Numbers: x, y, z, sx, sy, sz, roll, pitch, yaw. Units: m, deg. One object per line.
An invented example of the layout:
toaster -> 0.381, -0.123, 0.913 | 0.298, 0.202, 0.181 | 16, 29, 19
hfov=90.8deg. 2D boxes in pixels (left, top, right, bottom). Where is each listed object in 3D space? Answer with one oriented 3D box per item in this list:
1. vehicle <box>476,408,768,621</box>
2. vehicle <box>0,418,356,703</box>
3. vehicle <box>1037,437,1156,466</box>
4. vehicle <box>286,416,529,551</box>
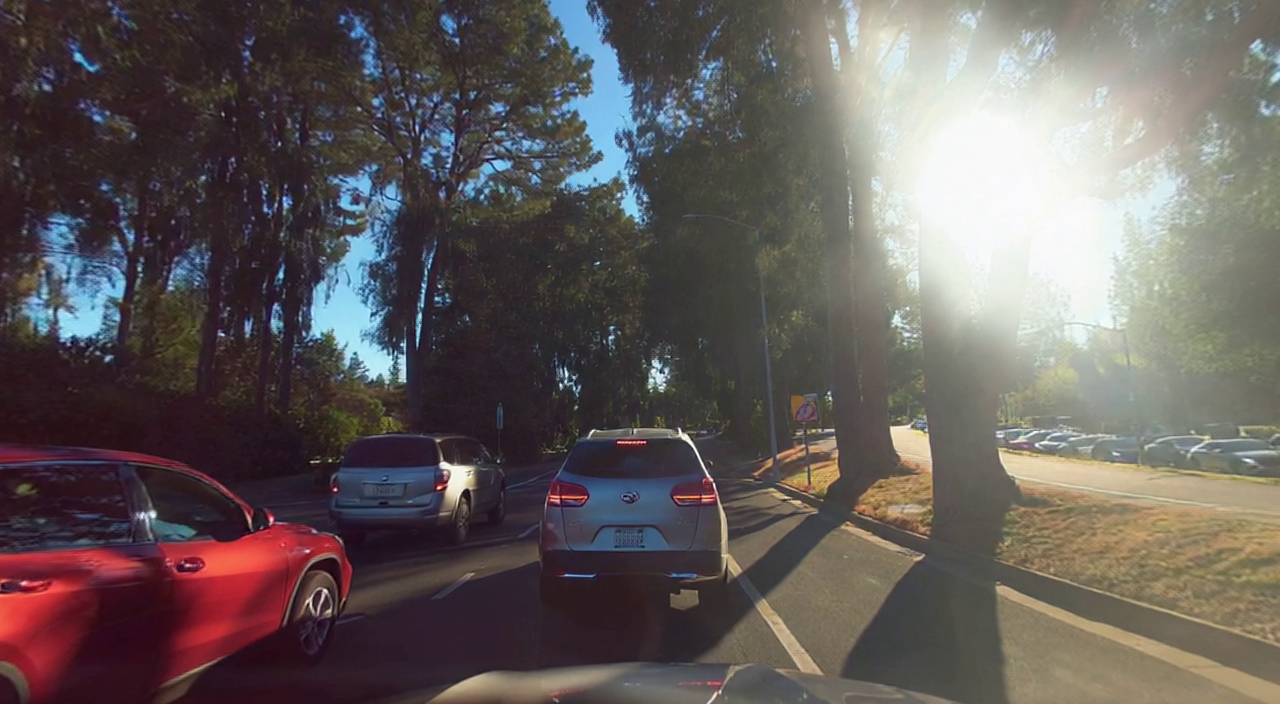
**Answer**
vehicle -> -0.039, 1.524, 6.838 | 2.229, 1.591, 3.897 | -1, -8, 3
vehicle -> -3.684, 1.161, 3.637 | 1.922, 1.464, 4.424 | 0, -8, 2
vehicle -> 28.470, 6.208, 39.476 | 5.955, 1.702, 2.166 | 1, -8, -6
vehicle -> -3.462, 2.063, 10.648 | 2.188, 1.745, 4.618 | 0, -8, 2
